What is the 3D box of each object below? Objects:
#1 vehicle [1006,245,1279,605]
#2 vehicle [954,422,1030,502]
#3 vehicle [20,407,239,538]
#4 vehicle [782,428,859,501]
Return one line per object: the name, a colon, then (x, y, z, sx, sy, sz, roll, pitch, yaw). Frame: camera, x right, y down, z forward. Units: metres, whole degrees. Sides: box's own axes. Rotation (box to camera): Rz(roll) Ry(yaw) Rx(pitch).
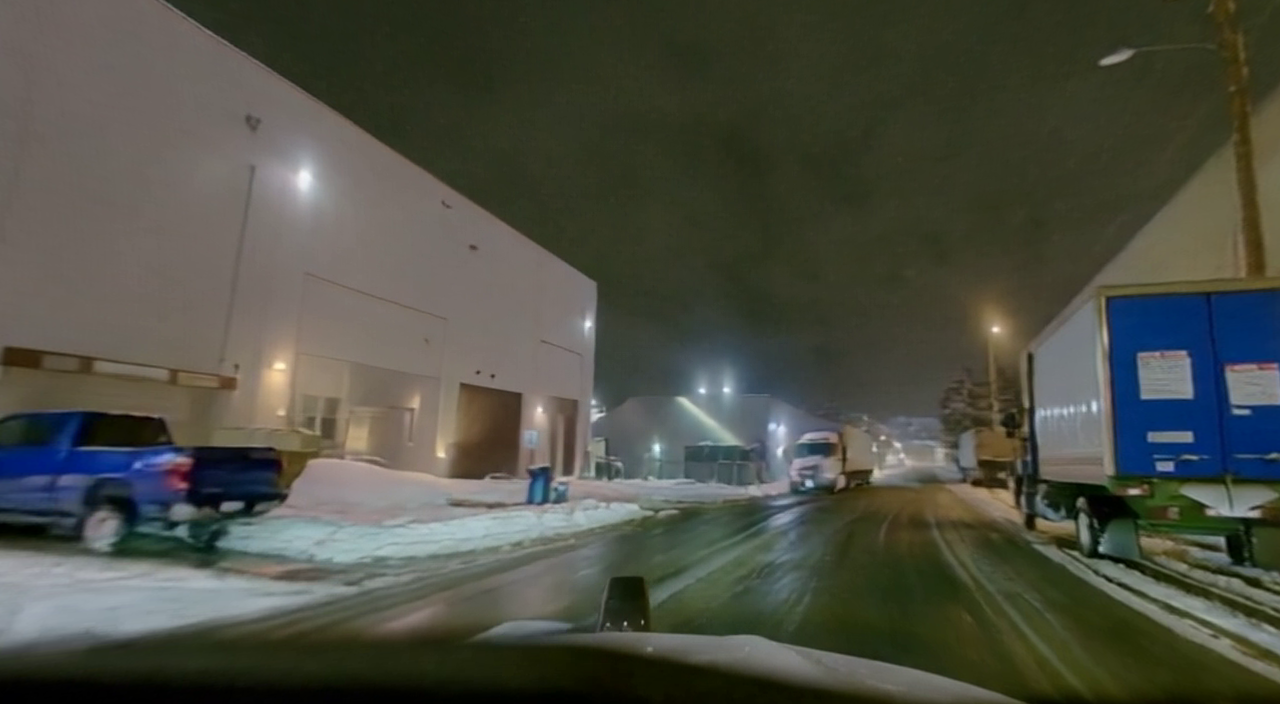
vehicle: (10.494, 1.708, 13.473, 2.966, 4.658, 11.455, -5, -10, 23)
vehicle: (23.731, 7.408, 43.155, 3.132, 4.690, 11.286, -5, -10, 23)
vehicle: (-14.011, 3.029, 17.201, 6.271, 3.004, 2.298, -3, -6, 29)
vehicle: (11.933, 7.245, 41.159, 3.111, 4.217, 7.722, -5, -10, 26)
